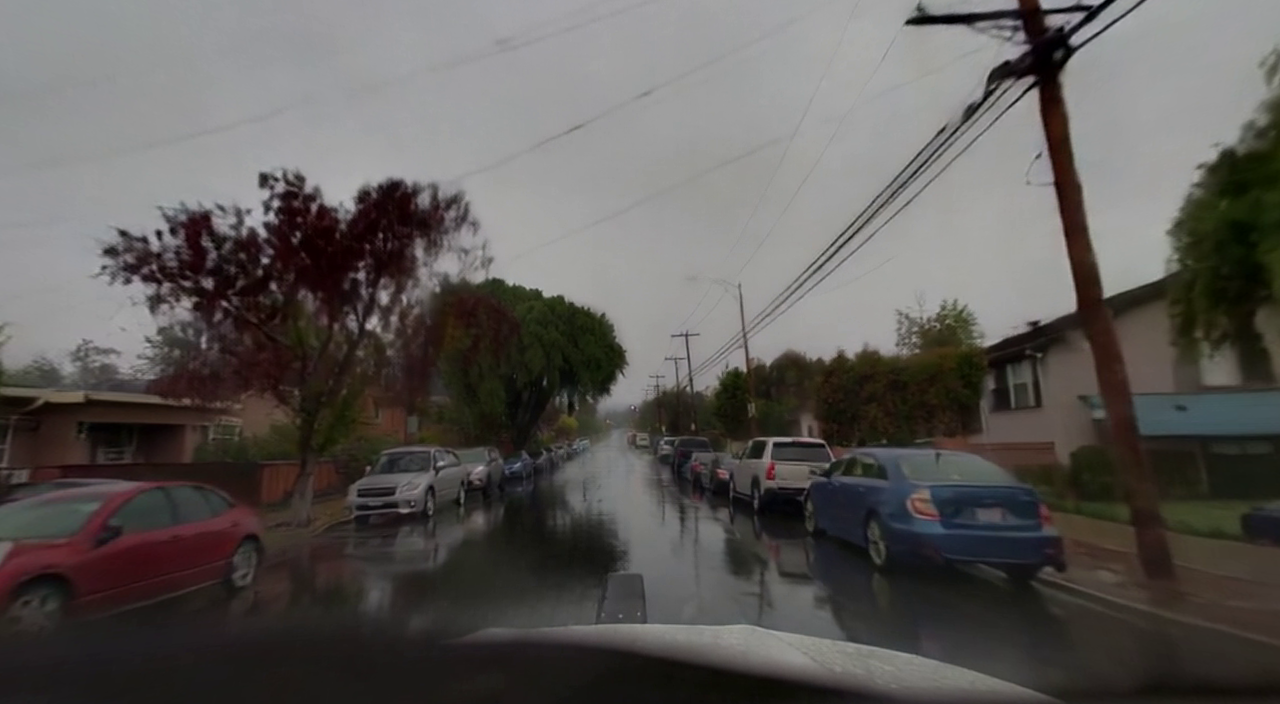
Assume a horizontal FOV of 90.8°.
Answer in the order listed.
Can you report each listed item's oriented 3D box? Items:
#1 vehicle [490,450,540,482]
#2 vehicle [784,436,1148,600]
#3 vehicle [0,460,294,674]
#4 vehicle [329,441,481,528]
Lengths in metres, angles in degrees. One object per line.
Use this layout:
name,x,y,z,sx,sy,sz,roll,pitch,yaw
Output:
vehicle,-6.808,6.229,34.970,2.002,1.585,5.080,0,-9,-3
vehicle,3.660,1.939,8.453,2.174,1.504,4.809,0,-9,-2
vehicle,-5.588,2.017,6.582,1.852,1.463,4.441,-5,-11,-6
vehicle,-6.170,3.516,17.575,2.184,1.958,5.757,0,-9,-2
